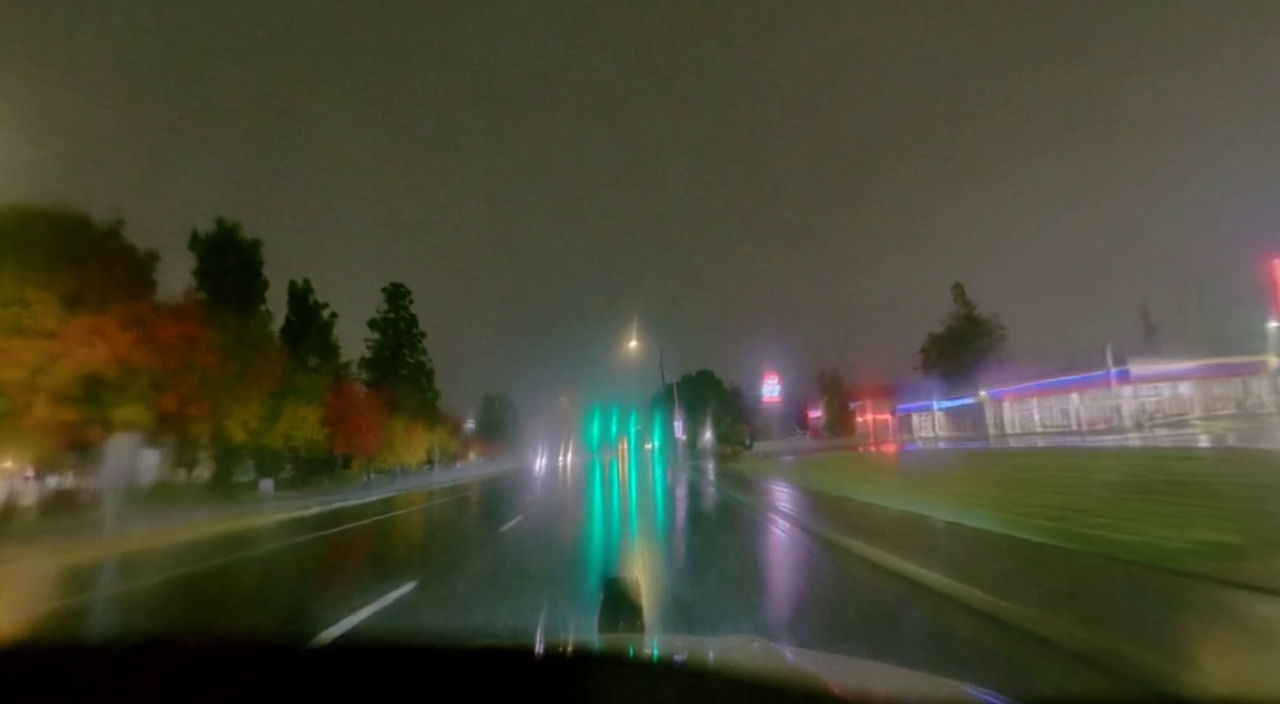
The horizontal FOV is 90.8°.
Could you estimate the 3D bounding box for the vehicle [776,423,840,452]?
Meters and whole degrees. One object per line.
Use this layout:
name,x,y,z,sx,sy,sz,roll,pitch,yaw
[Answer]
vehicle,12.738,6.572,48.251,1.939,1.753,4.974,2,-12,-23
